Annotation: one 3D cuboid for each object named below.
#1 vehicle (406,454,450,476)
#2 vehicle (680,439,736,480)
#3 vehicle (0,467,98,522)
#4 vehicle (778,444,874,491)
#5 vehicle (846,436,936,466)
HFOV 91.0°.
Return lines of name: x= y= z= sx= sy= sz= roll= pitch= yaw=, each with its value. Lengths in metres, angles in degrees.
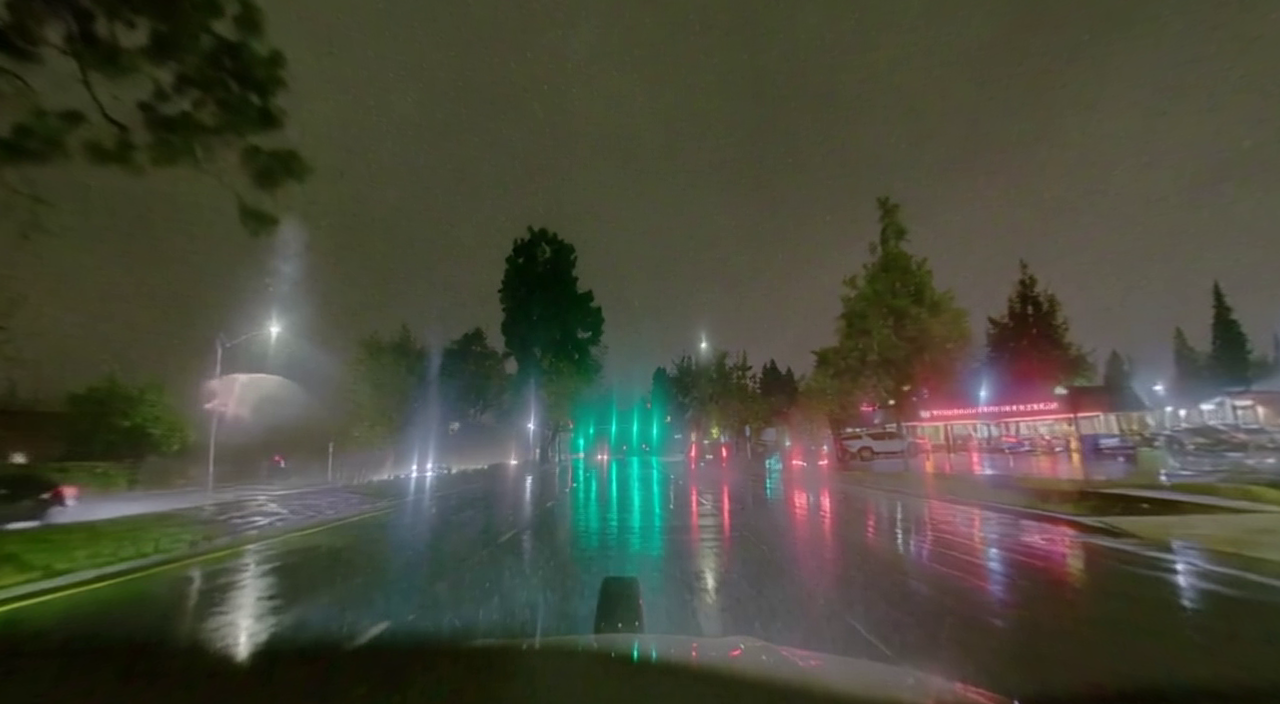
vehicle: x=-16.027 y=8.551 z=47.832 sx=1.843 sy=1.500 sz=4.261 roll=0 pitch=-8 yaw=0
vehicle: x=3.130 y=5.052 z=29.878 sx=2.083 sy=1.743 sz=4.354 roll=0 pitch=-8 yaw=-1
vehicle: x=-19.618 y=4.362 z=19.384 sx=1.875 sy=1.475 sz=4.433 roll=0 pitch=-8 yaw=0
vehicle: x=6.589 y=4.116 z=22.892 sx=1.948 sy=1.526 sz=4.641 roll=0 pitch=-8 yaw=-2
vehicle: x=15.536 y=6.117 z=39.074 sx=4.659 sy=1.739 sz=2.147 roll=-7 pitch=-11 yaw=41
